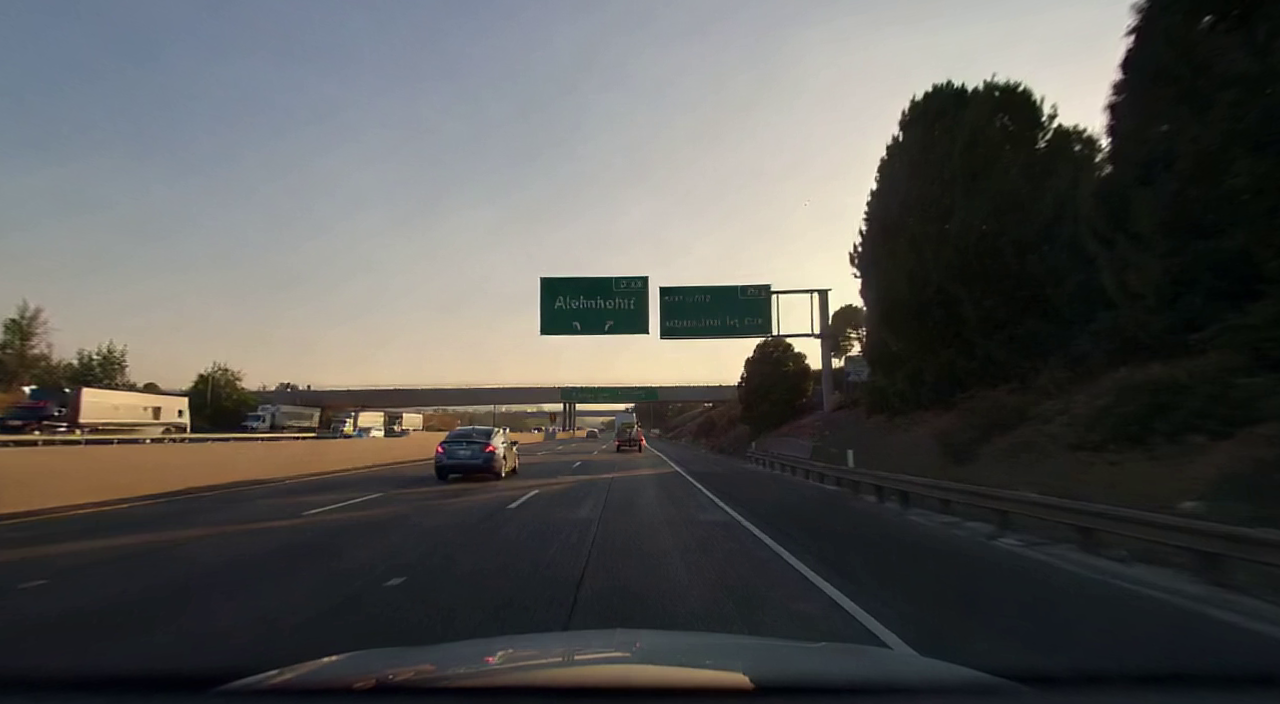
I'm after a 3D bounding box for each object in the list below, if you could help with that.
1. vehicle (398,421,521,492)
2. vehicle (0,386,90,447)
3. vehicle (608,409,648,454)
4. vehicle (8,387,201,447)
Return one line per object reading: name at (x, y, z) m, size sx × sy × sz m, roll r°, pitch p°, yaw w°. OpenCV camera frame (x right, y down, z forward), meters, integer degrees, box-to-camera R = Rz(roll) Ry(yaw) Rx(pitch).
vehicle at (-4.349, 2.568, 15.808) m, size 1.932 × 1.544 × 3.864 m, roll 0°, pitch -8°, yaw 0°
vehicle at (-40.959, 4.386, 42.290) m, size 2.965 × 3.844 × 5.242 m, roll 1°, pitch -7°, yaw -1°
vehicle at (-0.843, 5.229, 41.163) m, size 2.418 × 2.704 × 6.445 m, roll 0°, pitch -8°, yaw -2°
vehicle at (-41.226, 5.381, 49.683) m, size 2.897 × 4.069 × 14.415 m, roll 0°, pitch -8°, yaw -1°
